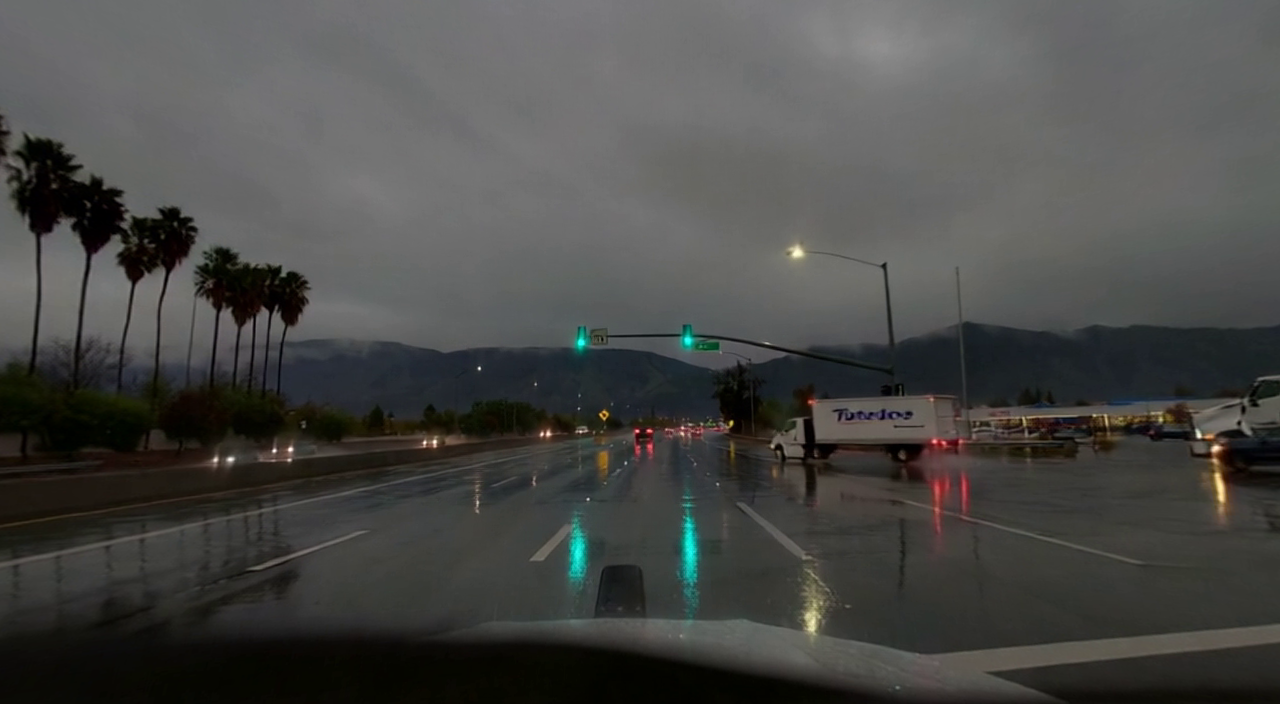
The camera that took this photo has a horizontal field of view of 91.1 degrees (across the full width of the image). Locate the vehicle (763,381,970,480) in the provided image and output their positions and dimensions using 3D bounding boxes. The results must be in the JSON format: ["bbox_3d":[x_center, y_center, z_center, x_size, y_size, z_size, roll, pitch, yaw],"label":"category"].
[{"bbox_3d":[8.932,3.258,25.526,3.237,3.414,7.088,8,-12,-43],"label":"vehicle"}]

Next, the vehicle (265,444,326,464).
[{"bbox_3d":[-26.172,7.742,47.934,1.868,1.469,4.746,0,-8,1],"label":"vehicle"}]

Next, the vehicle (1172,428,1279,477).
[{"bbox_3d":[20.423,3.219,20.243,4.508,1.493,1.907,-2,-9,11],"label":"vehicle"}]
